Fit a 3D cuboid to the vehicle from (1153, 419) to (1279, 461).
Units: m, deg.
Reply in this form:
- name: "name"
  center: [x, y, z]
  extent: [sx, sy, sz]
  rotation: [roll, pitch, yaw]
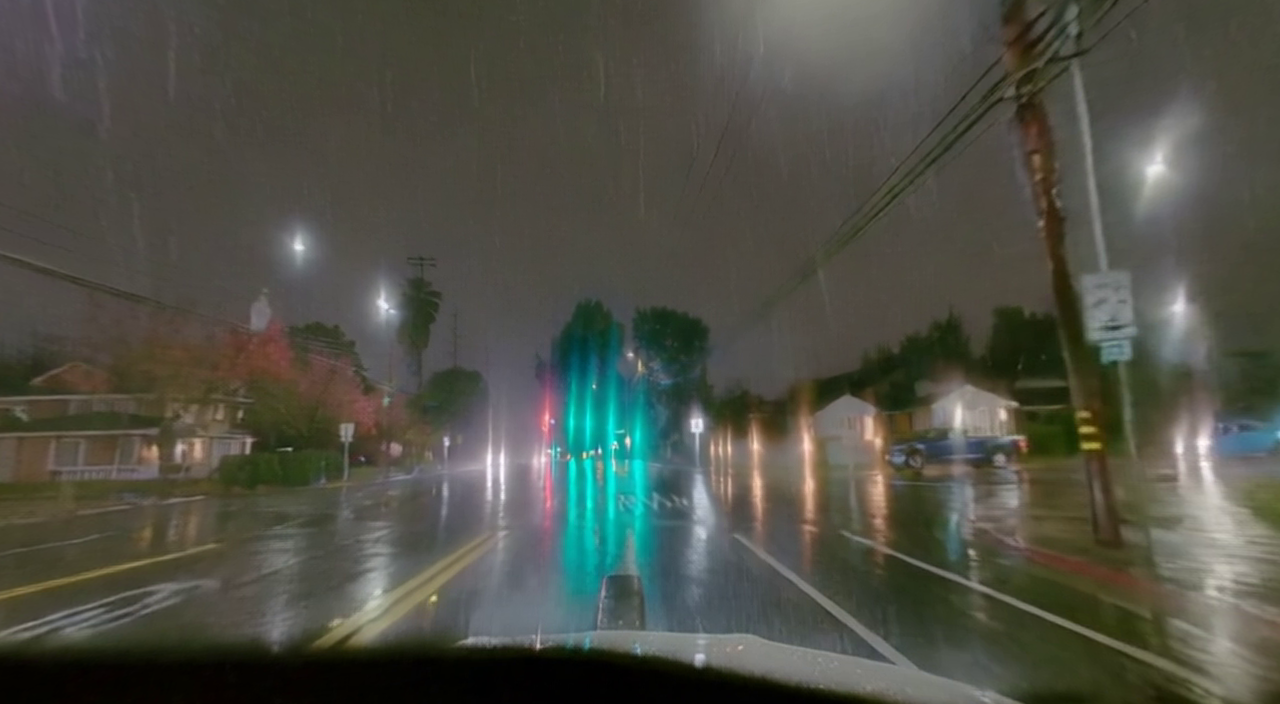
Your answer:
- name: "vehicle"
  center: [25.663, 3.886, 27.882]
  extent: [4.266, 1.738, 2.066]
  rotation: [0, -8, -3]

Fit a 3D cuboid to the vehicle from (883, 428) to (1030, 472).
- name: "vehicle"
  center: [12.401, 3.871, 25.005]
  extent: [4.702, 1.661, 1.977]
  rotation: [0, -8, 0]
